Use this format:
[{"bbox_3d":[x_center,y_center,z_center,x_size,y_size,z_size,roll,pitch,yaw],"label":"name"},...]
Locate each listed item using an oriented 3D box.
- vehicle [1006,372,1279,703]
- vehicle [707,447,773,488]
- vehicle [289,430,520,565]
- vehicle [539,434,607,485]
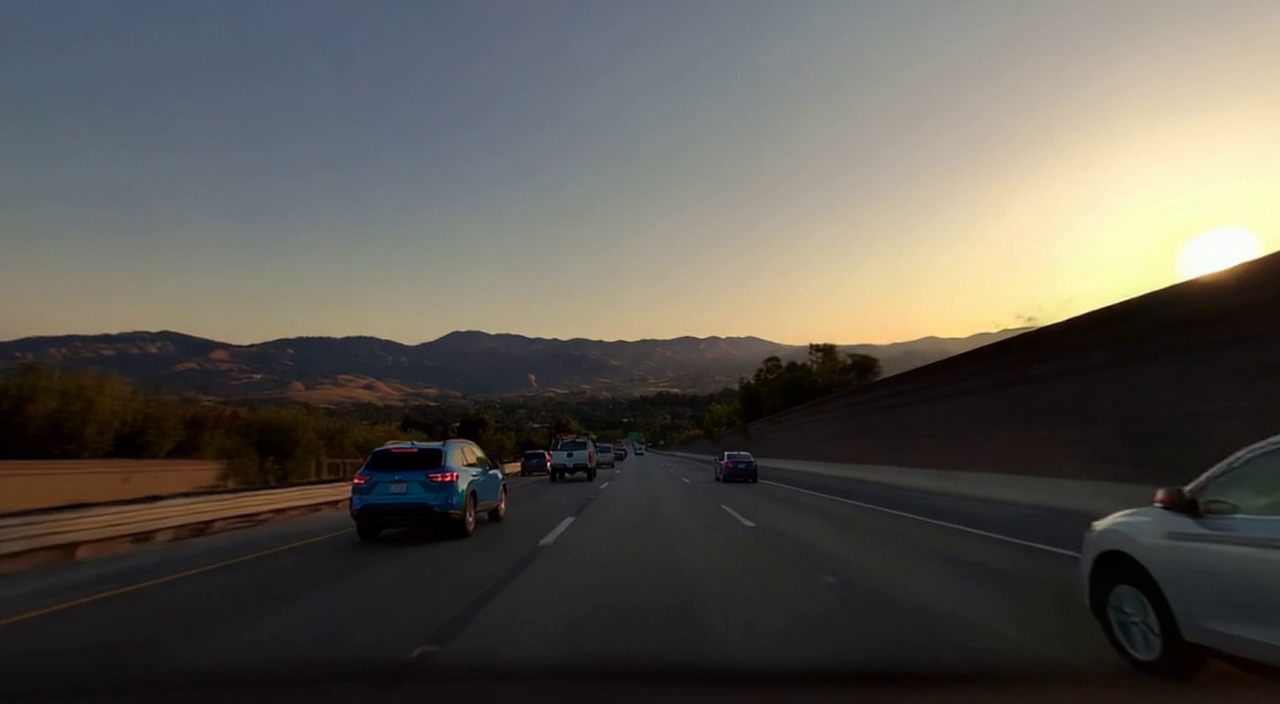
[{"bbox_3d":[3.877,0.903,2.520,2.066,1.696,4.604,0,-9,1],"label":"vehicle"},{"bbox_3d":[4.236,4.954,27.418,2.071,1.570,4.637,0,-9,0],"label":"vehicle"},{"bbox_3d":[-3.455,2.203,10.307,2.080,1.716,4.207,0,-9,1],"label":"vehicle"},{"bbox_3d":[-2.972,4.960,29.388,2.494,2.136,5.539,0,-9,1],"label":"vehicle"}]
